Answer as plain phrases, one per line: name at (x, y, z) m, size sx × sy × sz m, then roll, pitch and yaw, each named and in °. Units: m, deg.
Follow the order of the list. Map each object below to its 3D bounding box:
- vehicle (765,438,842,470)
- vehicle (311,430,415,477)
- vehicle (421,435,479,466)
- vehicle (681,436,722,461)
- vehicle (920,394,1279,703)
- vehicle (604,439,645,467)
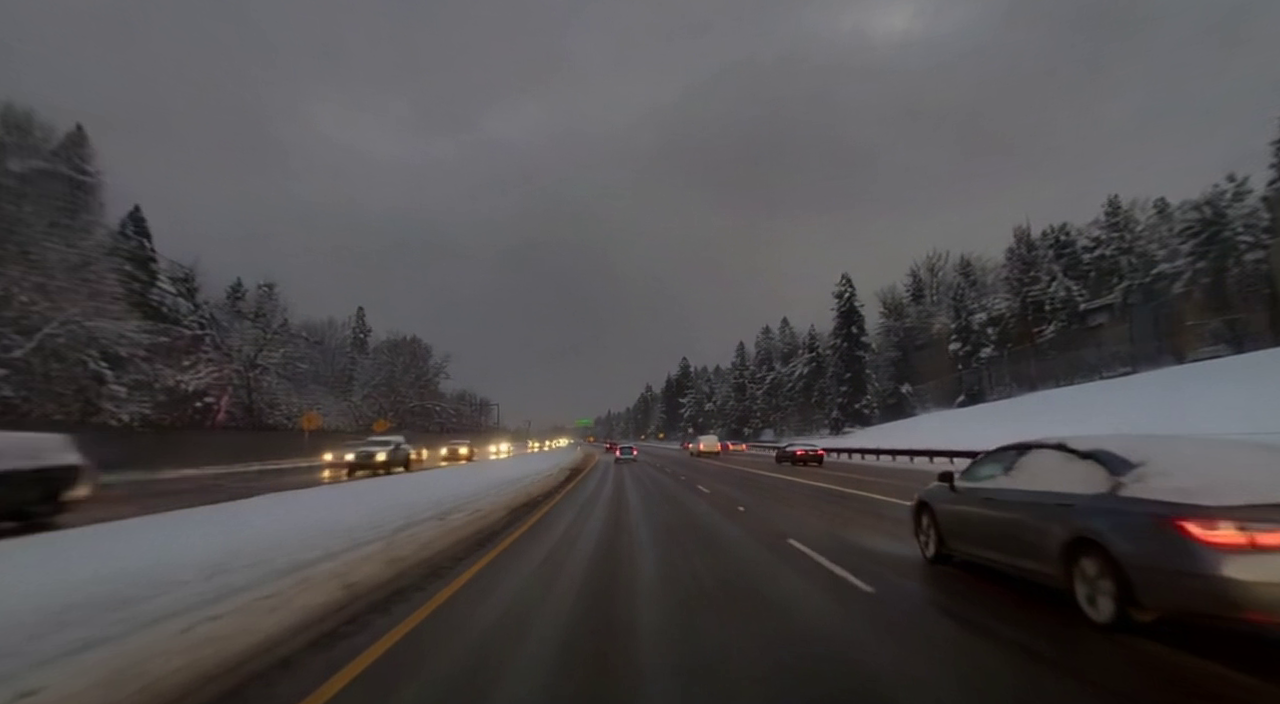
vehicle at (8.270, 5.245, 32.542) m, size 2.196 × 1.494 × 4.735 m, roll 1°, pitch -9°, yaw -7°
vehicle at (-10.510, 3.904, 24.421) m, size 2.113 × 1.629 × 4.629 m, roll 1°, pitch -8°, yaw -3°
vehicle at (-10.953, 5.705, 36.796) m, size 2.174 × 1.654 × 4.680 m, roll 1°, pitch -9°, yaw -3°
vehicle at (4.221, 6.782, 44.266) m, size 2.094 × 1.652 × 3.955 m, roll 1°, pitch -9°, yaw -6°
vehicle at (3.729, 1.092, 3.783) m, size 1.972 × 1.488 × 4.335 m, roll 1°, pitch -9°, yaw -2°
vehicle at (-0.967, 5.820, 36.472) m, size 2.090 × 1.510 × 4.280 m, roll 1°, pitch -9°, yaw -5°
